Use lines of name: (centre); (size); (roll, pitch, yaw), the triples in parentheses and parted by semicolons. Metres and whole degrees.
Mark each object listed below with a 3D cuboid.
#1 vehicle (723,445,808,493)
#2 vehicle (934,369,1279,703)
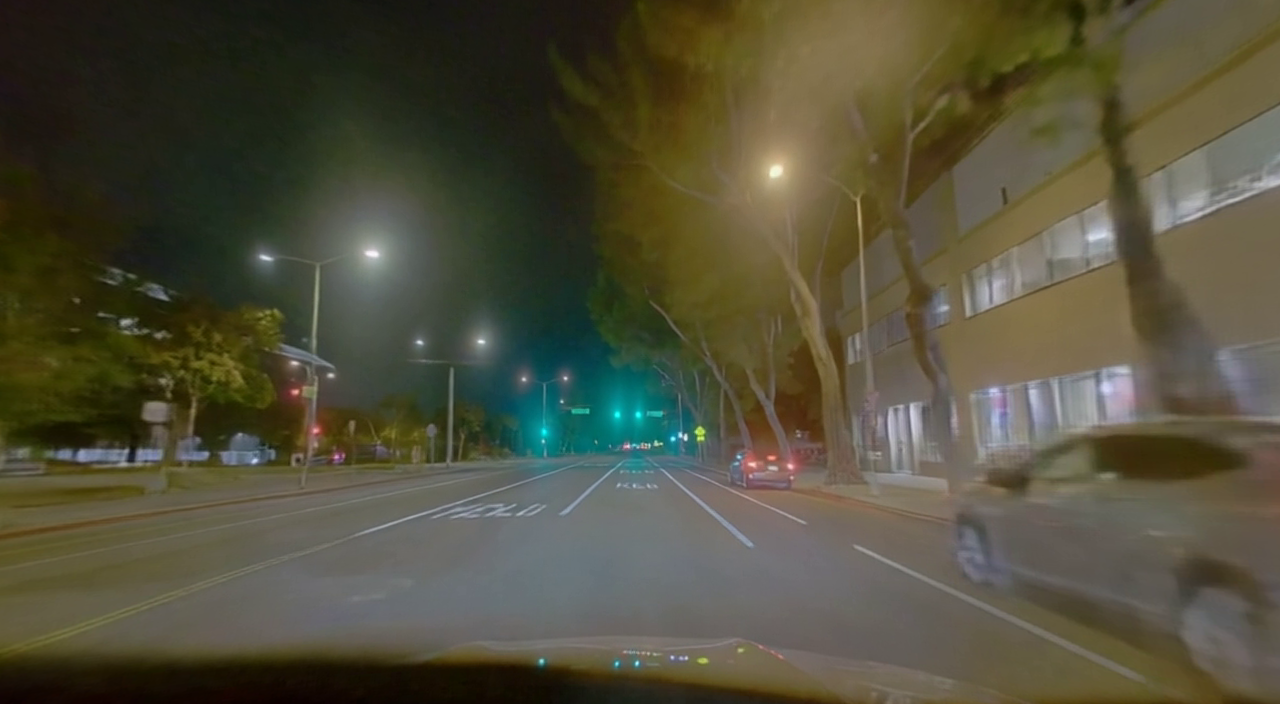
vehicle: (4.192, 3.963, 21.784); (1.856, 1.462, 4.501); (0, -8, -2)
vehicle: (4.084, 1.150, 4.297); (1.957, 1.753, 4.413); (0, -8, -1)
